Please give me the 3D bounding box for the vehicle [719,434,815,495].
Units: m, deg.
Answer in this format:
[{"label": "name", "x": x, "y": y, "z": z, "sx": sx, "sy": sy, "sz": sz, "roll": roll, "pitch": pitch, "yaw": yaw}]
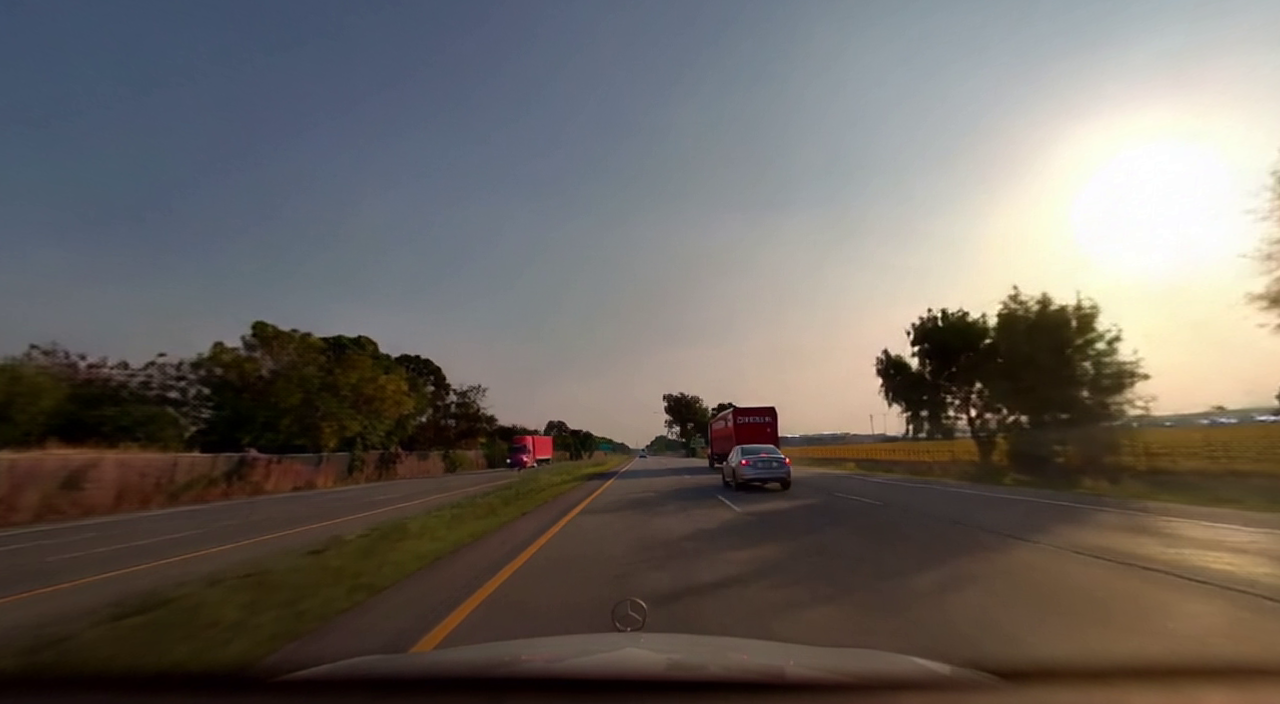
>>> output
[{"label": "vehicle", "x": 3.923, "y": 3.568, "z": 20.303, "sx": 2.093, "sy": 1.742, "sz": 4.167, "roll": 0, "pitch": -9, "yaw": -2}]
